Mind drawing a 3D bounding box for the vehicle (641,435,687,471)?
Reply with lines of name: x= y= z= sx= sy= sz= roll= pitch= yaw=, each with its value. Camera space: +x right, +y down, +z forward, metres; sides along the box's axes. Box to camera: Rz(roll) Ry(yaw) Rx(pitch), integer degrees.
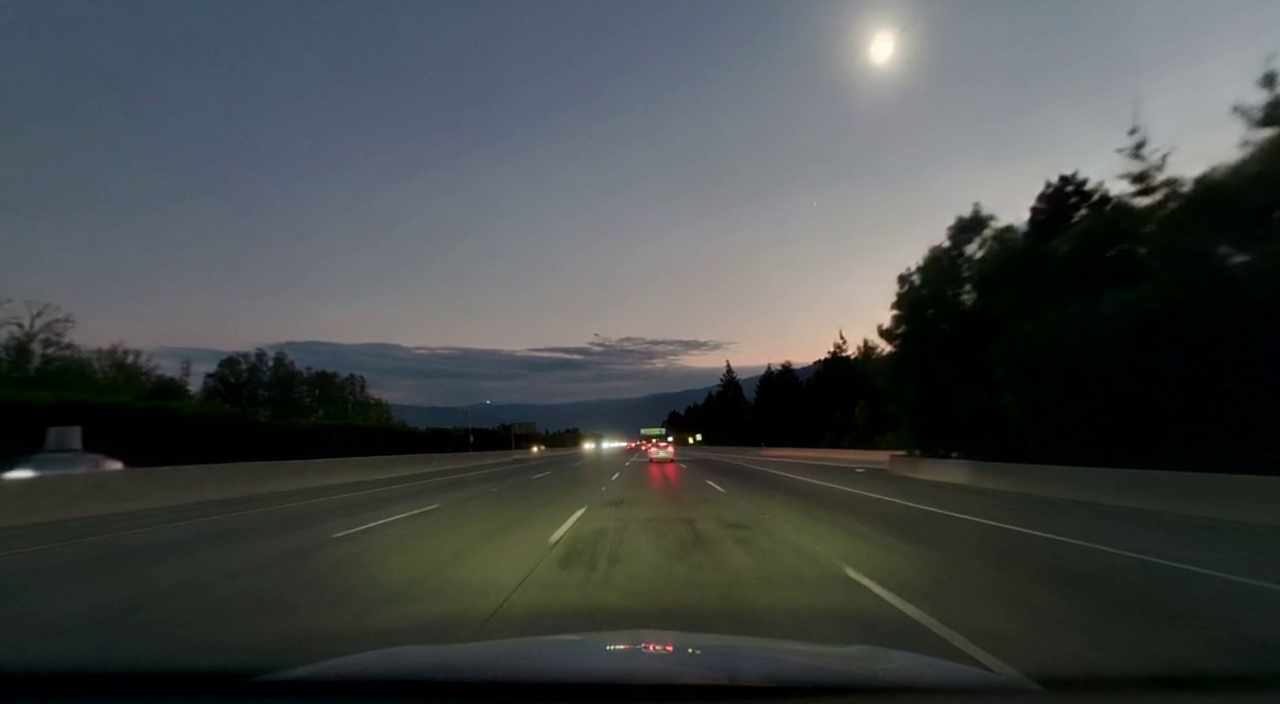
vehicle: x=1.188 y=5.363 z=33.575 sx=2.260 sy=1.766 sz=4.348 roll=0 pitch=-8 yaw=0
